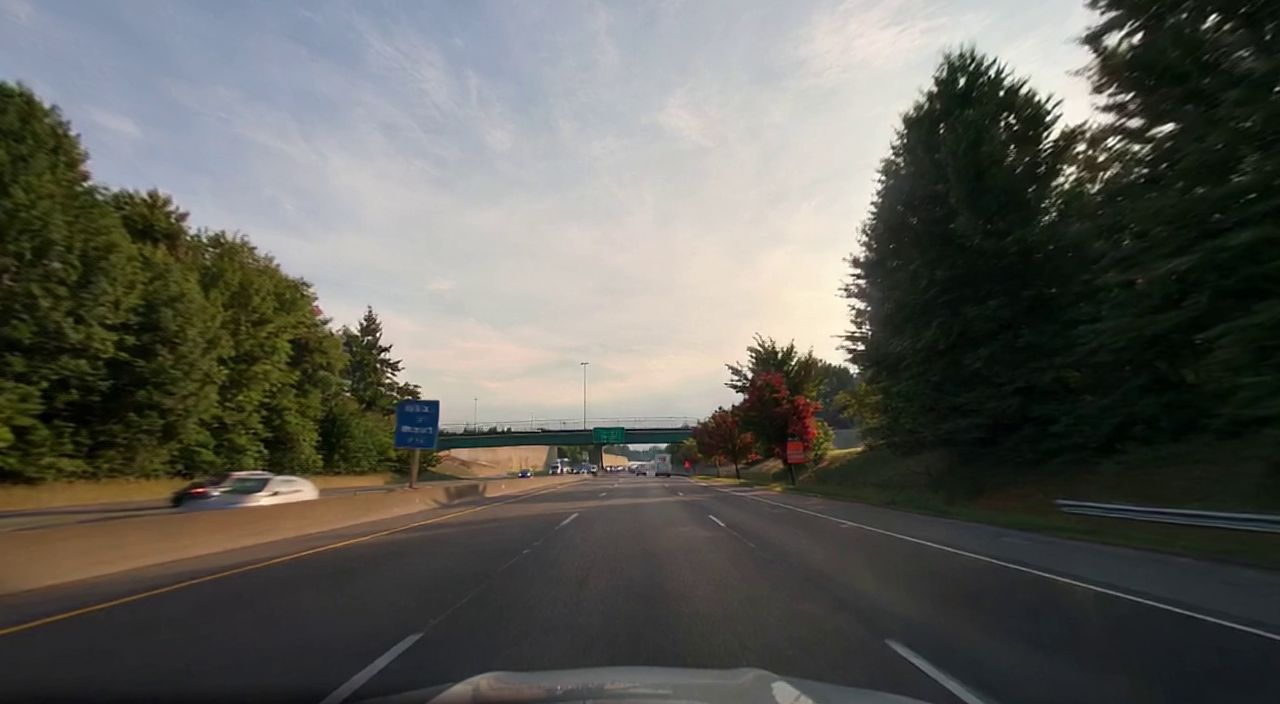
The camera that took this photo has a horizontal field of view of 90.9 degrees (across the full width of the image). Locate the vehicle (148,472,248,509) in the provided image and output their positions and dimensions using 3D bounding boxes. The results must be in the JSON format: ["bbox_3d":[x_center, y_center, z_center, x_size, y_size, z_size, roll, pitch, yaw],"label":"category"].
[{"bbox_3d":[-19.348,6.062,27.793,1.764,1.480,3.584,1,-10,0],"label":"vehicle"}]
